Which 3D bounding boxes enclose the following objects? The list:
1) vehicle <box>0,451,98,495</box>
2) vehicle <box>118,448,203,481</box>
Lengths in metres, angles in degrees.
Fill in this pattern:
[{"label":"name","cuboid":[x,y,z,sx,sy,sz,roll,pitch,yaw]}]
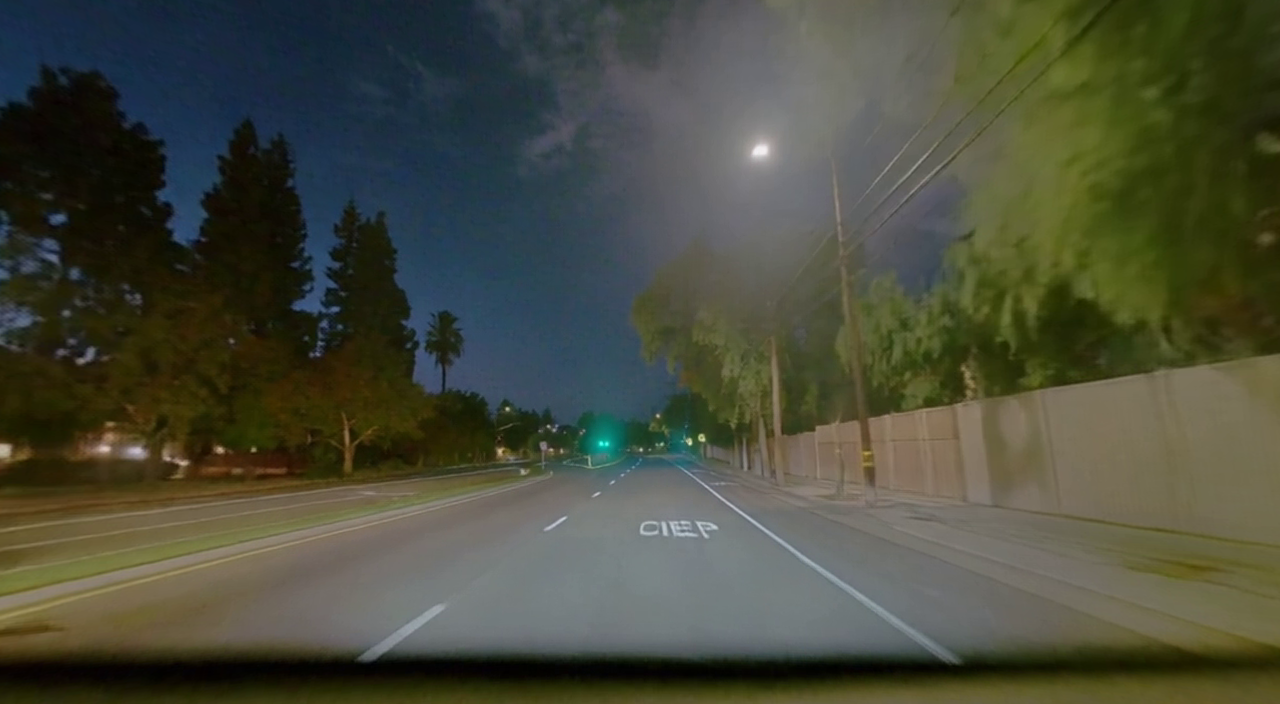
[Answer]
[{"label":"vehicle","cuboid":[-26.632,5.193,27.436,1.921,1.695,4.550,0,-8,3]},{"label":"vehicle","cuboid":[-29.021,6.787,38.404,2.100,1.845,4.793,2,-8,-11]}]
